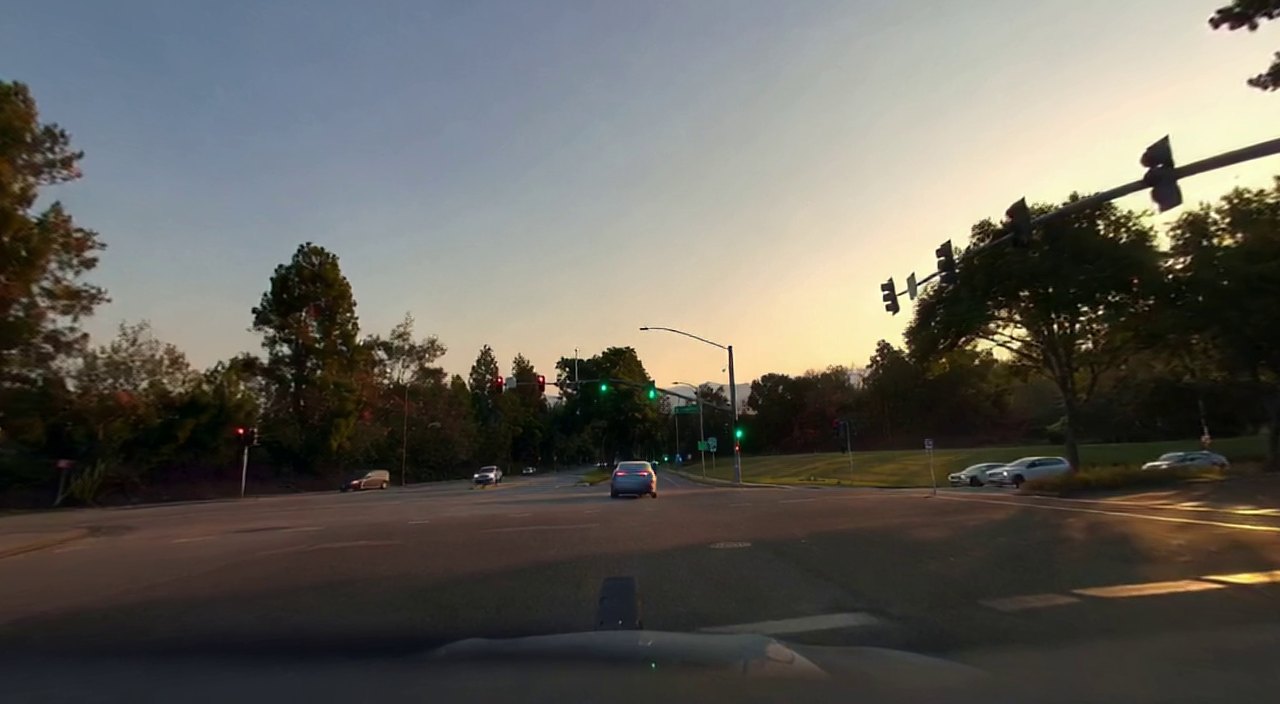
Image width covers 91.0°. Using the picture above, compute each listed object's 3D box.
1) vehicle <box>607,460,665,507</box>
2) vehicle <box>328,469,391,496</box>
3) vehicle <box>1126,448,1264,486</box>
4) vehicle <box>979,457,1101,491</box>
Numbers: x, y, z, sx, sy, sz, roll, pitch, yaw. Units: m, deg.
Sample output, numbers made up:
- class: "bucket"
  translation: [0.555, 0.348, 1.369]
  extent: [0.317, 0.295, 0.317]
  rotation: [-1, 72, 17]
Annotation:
- class: "vehicle"
  translation: [-0.113, 4.717, 22.924]
  extent: [1.954, 1.469, 3.465]
  rotation: [0, -9, 1]
- class: "vehicle"
  translation: [-20.512, 9.547, 46.247]
  extent: [2.189, 1.720, 4.653]
  rotation: [-1, -9, 4]
- class: "vehicle"
  translation: [26.544, 5.467, 30.178]
  extent: [4.825, 1.725, 2.258]
  rotation: [1, -9, -10]
- class: "vehicle"
  translation: [18.481, 5.620, 29.170]
  extent: [4.441, 1.466, 1.982]
  rotation: [1, -9, -9]
